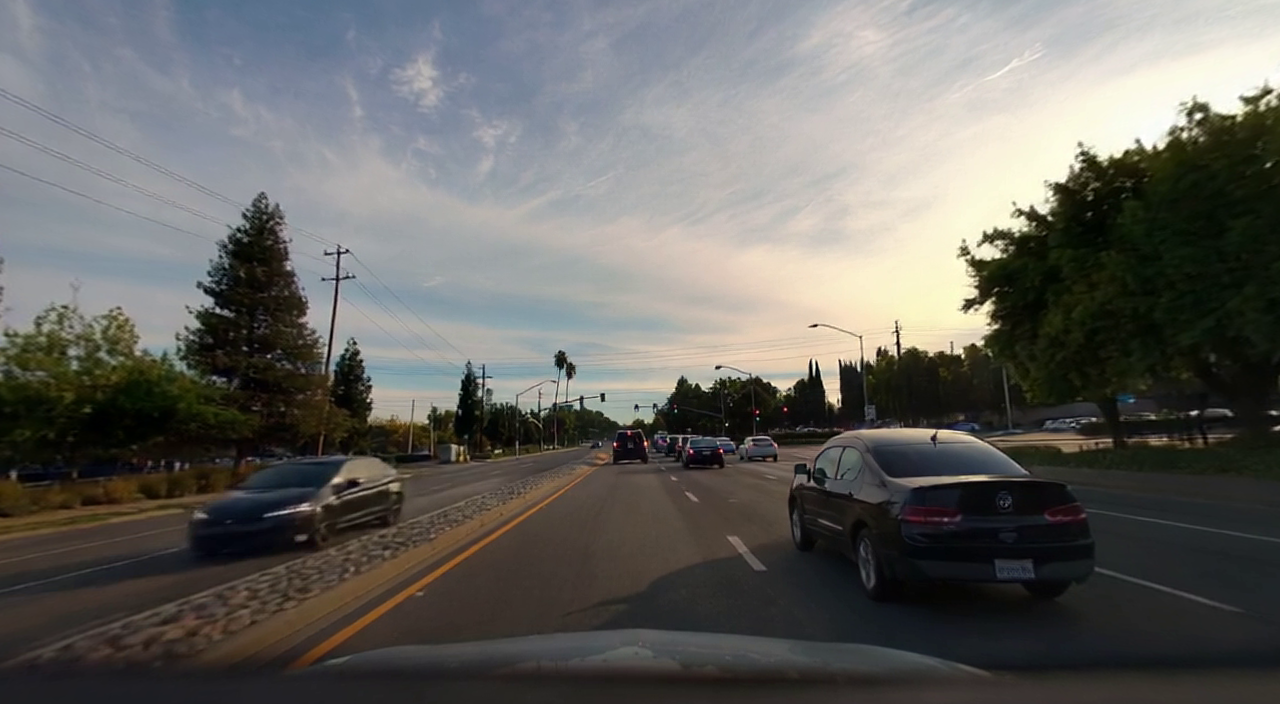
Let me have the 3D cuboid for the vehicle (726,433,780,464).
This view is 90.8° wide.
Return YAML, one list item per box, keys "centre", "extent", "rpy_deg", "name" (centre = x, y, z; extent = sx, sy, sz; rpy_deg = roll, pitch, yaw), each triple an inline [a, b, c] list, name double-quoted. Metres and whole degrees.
- centre: [6.508, 5.615, 36.974]
  extent: [2.198, 1.678, 4.419]
  rpy_deg: [0, -8, -2]
  name: "vehicle"

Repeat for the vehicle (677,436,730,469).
- centre: [2.970, 4.830, 30.607]
  extent: [1.984, 1.462, 4.513]
  rpy_deg: [0, -8, -2]
  name: "vehicle"

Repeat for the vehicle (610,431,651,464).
- centre: [-0.563, 5.659, 37.496]
  extent: [2.300, 1.821, 4.254]
  rpy_deg: [0, -8, -1]
  name: "vehicle"

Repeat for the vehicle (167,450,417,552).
- centre: [-6.065, 2.606, 11.819]
  extent: [2.157, 1.483, 4.397]
  rpy_deg: [0, -8, 0]
  name: "vehicle"
